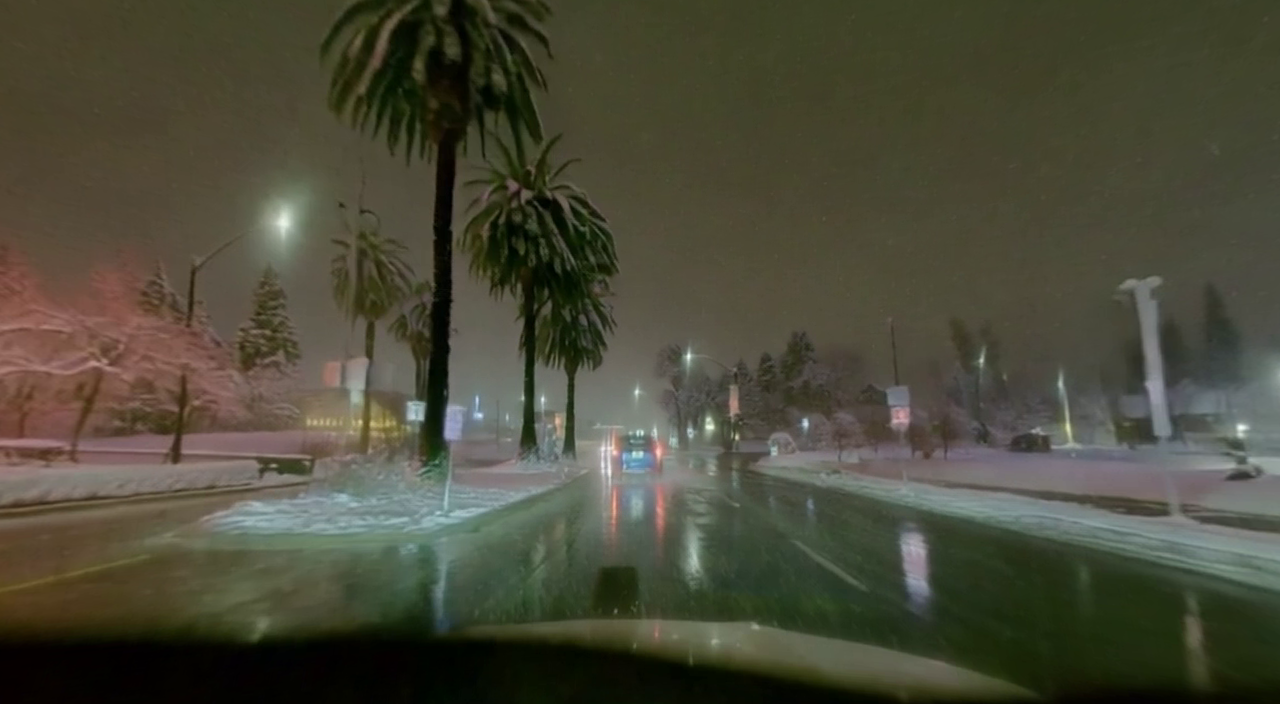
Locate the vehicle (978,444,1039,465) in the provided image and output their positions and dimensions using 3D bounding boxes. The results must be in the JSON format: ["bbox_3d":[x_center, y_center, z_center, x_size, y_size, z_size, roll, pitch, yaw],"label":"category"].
[{"bbox_3d":[28.586,7.965,49.032,3.685,1.459,1.685,0,-5,1],"label":"vehicle"}]

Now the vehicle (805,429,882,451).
[{"bbox_3d":[15.746,6.866,49.151,5.317,1.700,1.901,0,-8,1],"label":"vehicle"}]

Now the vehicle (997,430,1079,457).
[{"bbox_3d":[28.051,6.444,44.616,4.381,1.892,1.942,0,-7,0],"label":"vehicle"}]

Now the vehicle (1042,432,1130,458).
[{"bbox_3d":[29.668,6.197,42.157,4.377,1.633,1.834,0,-8,3],"label":"vehicle"}]

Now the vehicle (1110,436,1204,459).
[{"bbox_3d":[34.243,6.327,41.930,4.349,1.460,2.027,-1,-9,4],"label":"vehicle"}]

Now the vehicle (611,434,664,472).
[{"bbox_3d":[-0.200,4.370,27.685,2.073,1.525,4.809,0,-8,-3],"label":"vehicle"}]
